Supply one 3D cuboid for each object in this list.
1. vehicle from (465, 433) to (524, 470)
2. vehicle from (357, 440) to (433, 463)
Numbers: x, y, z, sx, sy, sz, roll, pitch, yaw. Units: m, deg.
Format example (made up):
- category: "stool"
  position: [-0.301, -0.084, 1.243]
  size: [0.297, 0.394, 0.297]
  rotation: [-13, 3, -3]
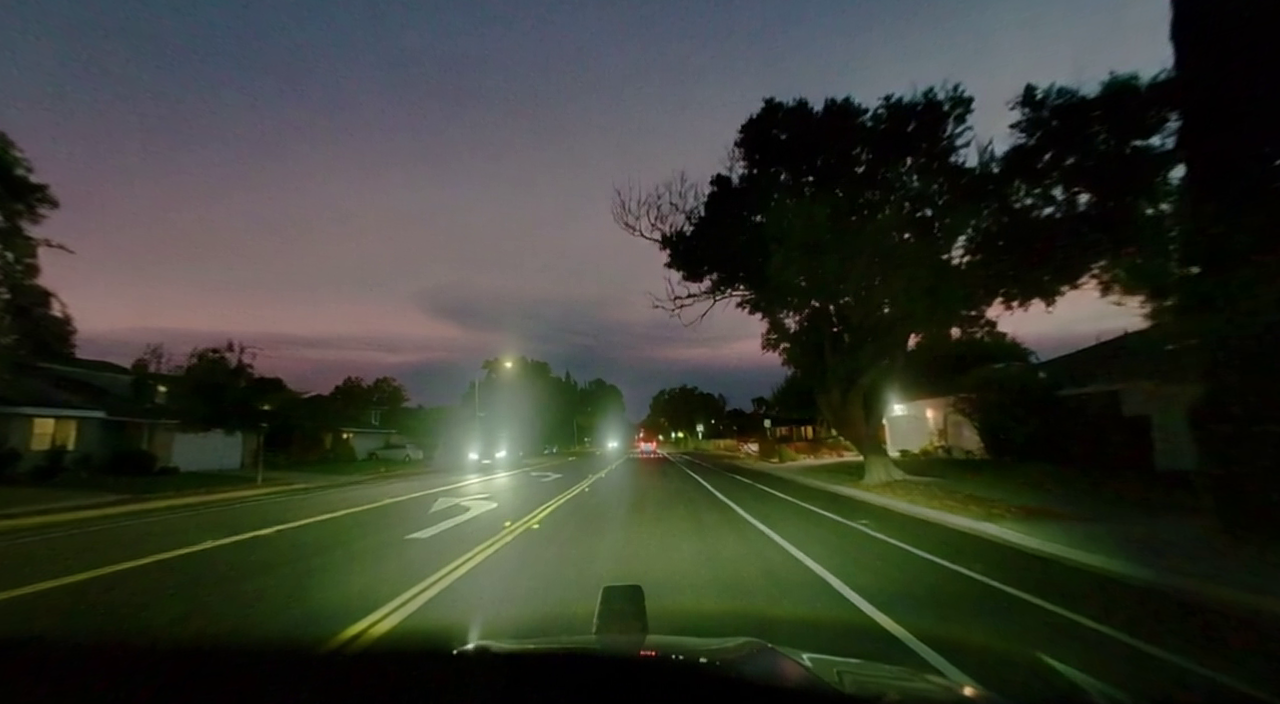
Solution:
- category: "vehicle"
  position: [-7.403, 5.115, 32.559]
  size: [1.977, 1.753, 4.128]
  rotation: [0, -8, 1]
- category: "vehicle"
  position: [-17.933, 7.294, 46.345]
  size: [4.717, 1.605, 2.074]
  rotation: [1, -8, -4]
